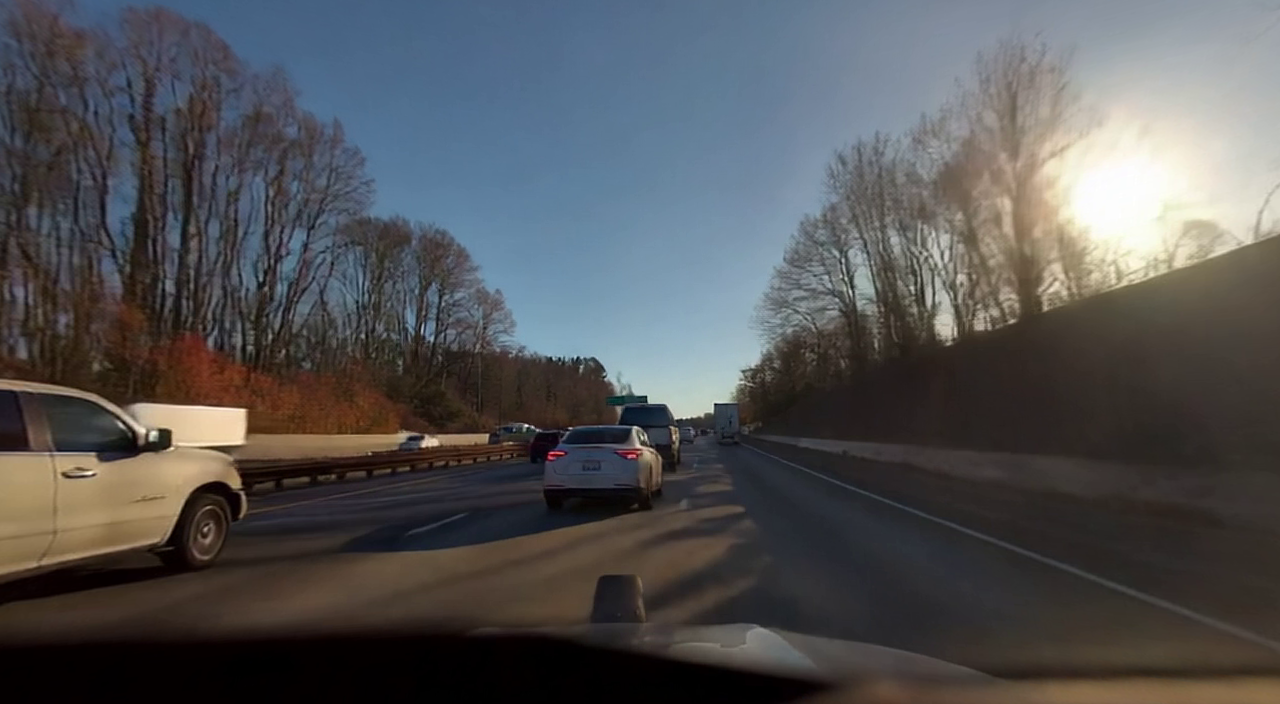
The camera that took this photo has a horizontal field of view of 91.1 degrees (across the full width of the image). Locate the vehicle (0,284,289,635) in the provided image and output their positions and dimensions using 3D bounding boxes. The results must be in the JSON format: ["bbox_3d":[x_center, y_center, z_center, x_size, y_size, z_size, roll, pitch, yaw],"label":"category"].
[{"bbox_3d":[-5.655,0.781,4.639,2.386,2.435,5.831,-1,-8,5],"label":"vehicle"}]

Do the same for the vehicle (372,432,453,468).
[{"bbox_3d":[-10.837,4.683,30.294,1.920,1.587,4.323,-1,-8,6],"label":"vehicle"}]

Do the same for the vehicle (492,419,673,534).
[{"bbox_3d":[-0.671,1.914,10.411,2.089,1.485,4.153,-1,-8,7],"label":"vehicle"}]
